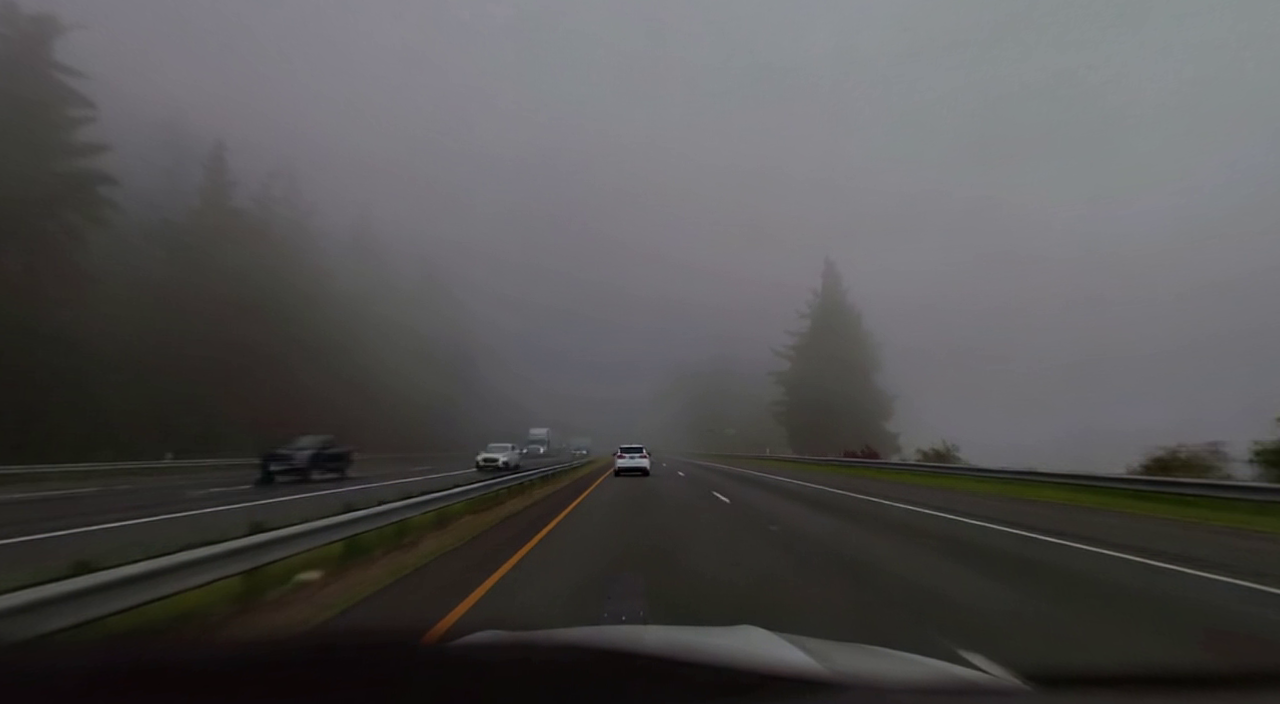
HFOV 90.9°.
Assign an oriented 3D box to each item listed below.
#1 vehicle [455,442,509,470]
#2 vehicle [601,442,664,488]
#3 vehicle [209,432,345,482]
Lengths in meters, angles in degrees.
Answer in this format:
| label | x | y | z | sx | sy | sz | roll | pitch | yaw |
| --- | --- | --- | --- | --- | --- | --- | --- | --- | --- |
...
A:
| label | x | y | z | sx | sy | sz | roll | pitch | yaw |
| --- | --- | --- | --- | --- | --- | --- | --- | --- | --- |
| vehicle | -8.691 | 5.752 | 35.049 | 1.904 | 1.471 | 4.317 | 0 | -9 | 0 |
| vehicle | -0.281 | 4.144 | 23.410 | 2.114 | 1.523 | 4.012 | 0 | -9 | -1 |
| vehicle | -12.978 | 3.792 | 22.964 | 2.255 | 1.646 | 4.543 | 0 | -9 | 0 |
